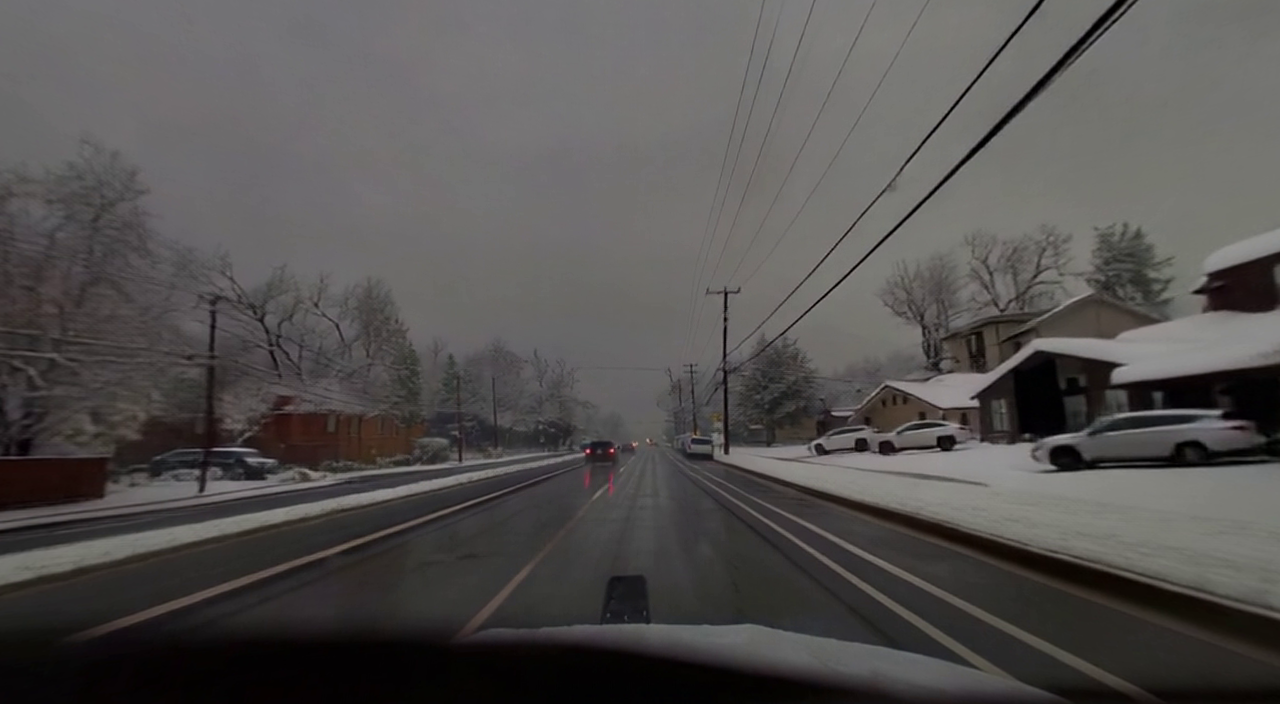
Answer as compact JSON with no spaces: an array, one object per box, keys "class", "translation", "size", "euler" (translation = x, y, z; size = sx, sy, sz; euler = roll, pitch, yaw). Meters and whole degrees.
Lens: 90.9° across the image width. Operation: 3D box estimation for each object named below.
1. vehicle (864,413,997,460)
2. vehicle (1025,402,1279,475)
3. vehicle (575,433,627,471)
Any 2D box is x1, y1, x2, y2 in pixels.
[{"class":"vehicle","translation":[12.497,3.683,27.317],"size":[4.719,1.553,1.889],"euler":[-5,-8,0]},{"class":"vehicle","translation":[11.844,2.046,14.636],"size":[2.212,1.404,4.283],"euler":[2,-10,-33]},{"class":"vehicle","translation":[-1.971,5.320,33.817],"size":[2.327,1.861,4.941],"euler":[0,-9,2]}]
